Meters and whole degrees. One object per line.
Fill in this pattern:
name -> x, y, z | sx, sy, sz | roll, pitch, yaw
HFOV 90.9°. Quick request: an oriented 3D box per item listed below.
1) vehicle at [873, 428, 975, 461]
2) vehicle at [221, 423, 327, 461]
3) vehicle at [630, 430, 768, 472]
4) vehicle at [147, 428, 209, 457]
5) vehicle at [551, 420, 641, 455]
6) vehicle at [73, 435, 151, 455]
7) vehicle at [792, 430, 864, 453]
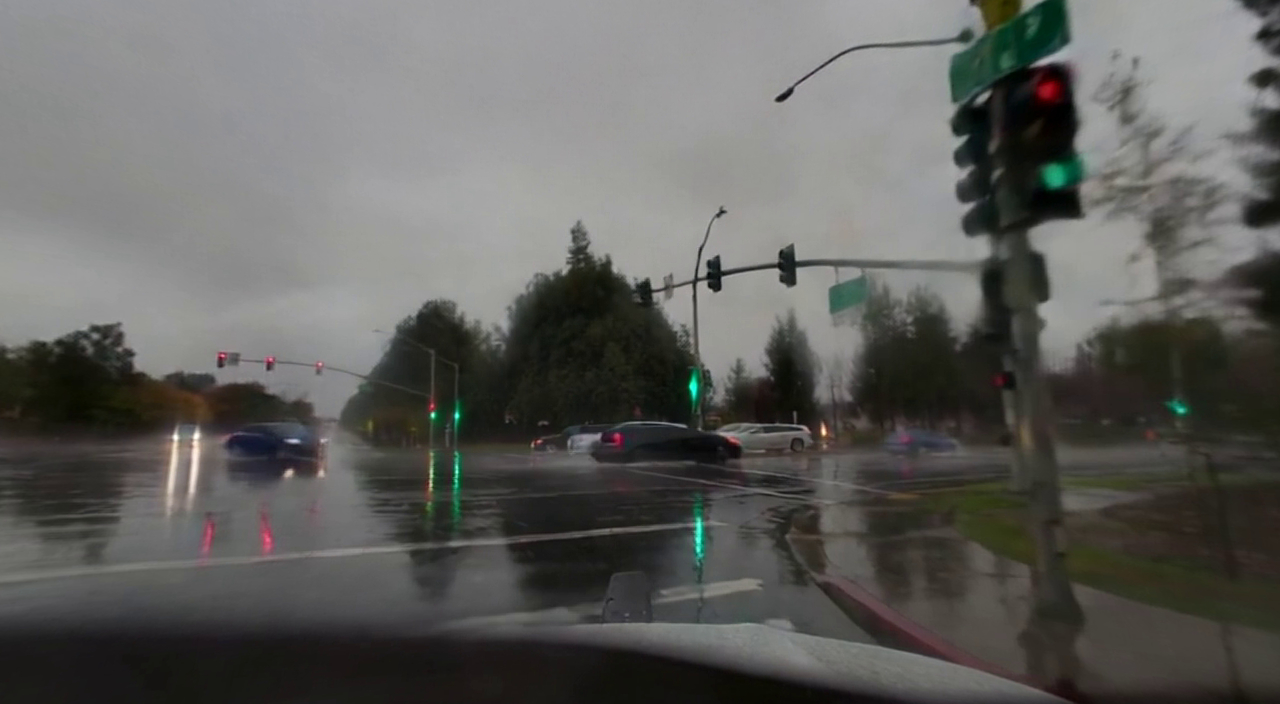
vehicle -> 13.701, 4.423, 30.304 | 5.032, 1.473, 1.827 | 5, -10, -30
vehicle -> -15.129, 3.728, 25.955 | 4.686, 1.425, 2.018 | -7, -10, 37
vehicle -> 1.980, 3.416, 21.956 | 4.425, 1.366, 1.865 | 1, -8, -8
vehicle -> -31.111, 6.067, 42.367 | 2.450, 1.807, 5.332 | 8, -12, -44
vehicle -> -2.329, 4.591, 33.657 | 4.360, 1.749, 1.895 | 5, -10, -30
vehicle -> -41.774, 7.354, 49.894 | 4.826, 1.484, 2.000 | -2, -8, 10
vehicle -> 12.274, 5.822, 41.119 | 4.457, 1.429, 1.862 | 4, -9, -28
